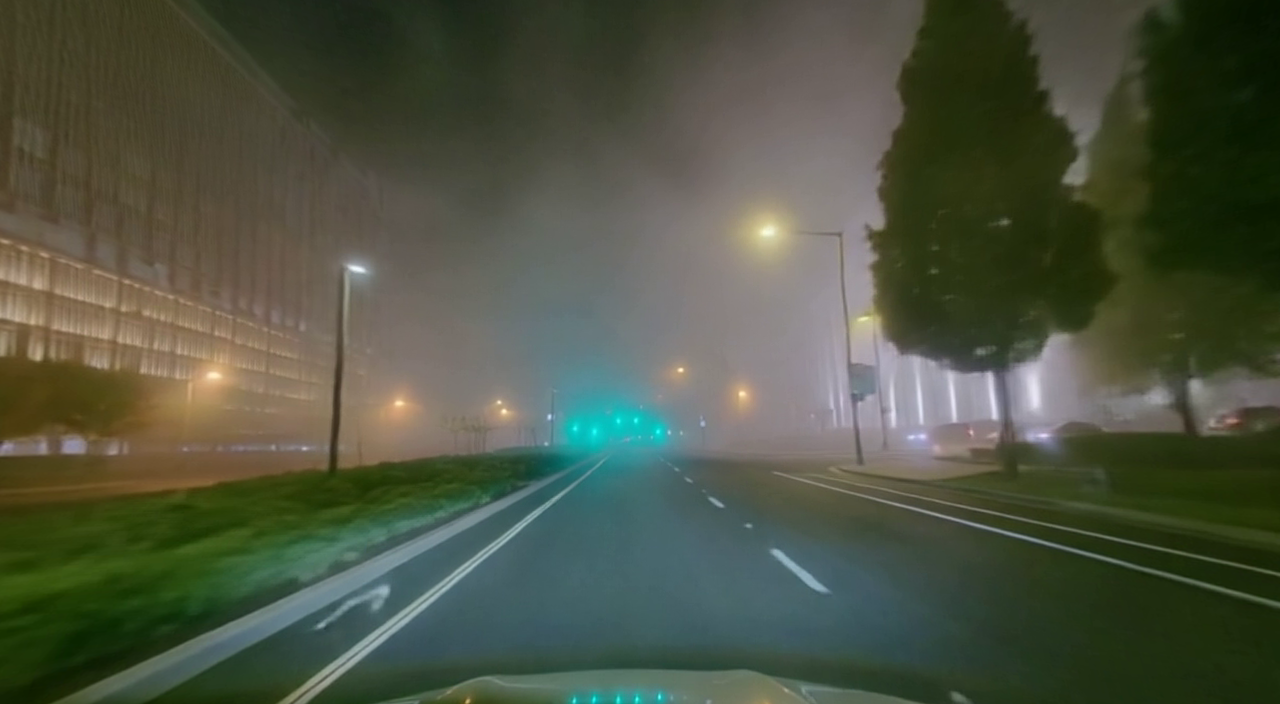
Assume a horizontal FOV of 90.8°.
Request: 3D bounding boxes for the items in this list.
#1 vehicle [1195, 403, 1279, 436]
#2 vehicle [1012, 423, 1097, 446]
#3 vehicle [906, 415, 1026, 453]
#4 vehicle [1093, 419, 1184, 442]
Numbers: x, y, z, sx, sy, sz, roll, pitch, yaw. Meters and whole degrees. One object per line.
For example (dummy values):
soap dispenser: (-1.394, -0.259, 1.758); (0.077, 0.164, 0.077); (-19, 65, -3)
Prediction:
vehicle: (34.315, 3.789, 35.198); (5.078, 1.697, 1.987); (0, -9, -7)
vehicle: (28.166, 5.632, 42.977); (4.468, 1.455, 2.006); (1, -9, -8)
vehicle: (21.411, 5.350, 41.673); (6.615, 1.967, 2.328); (-3, -6, -5)
vehicle: (34.451, 5.448, 43.700); (4.817, 1.503, 2.002); (1, -9, -8)
